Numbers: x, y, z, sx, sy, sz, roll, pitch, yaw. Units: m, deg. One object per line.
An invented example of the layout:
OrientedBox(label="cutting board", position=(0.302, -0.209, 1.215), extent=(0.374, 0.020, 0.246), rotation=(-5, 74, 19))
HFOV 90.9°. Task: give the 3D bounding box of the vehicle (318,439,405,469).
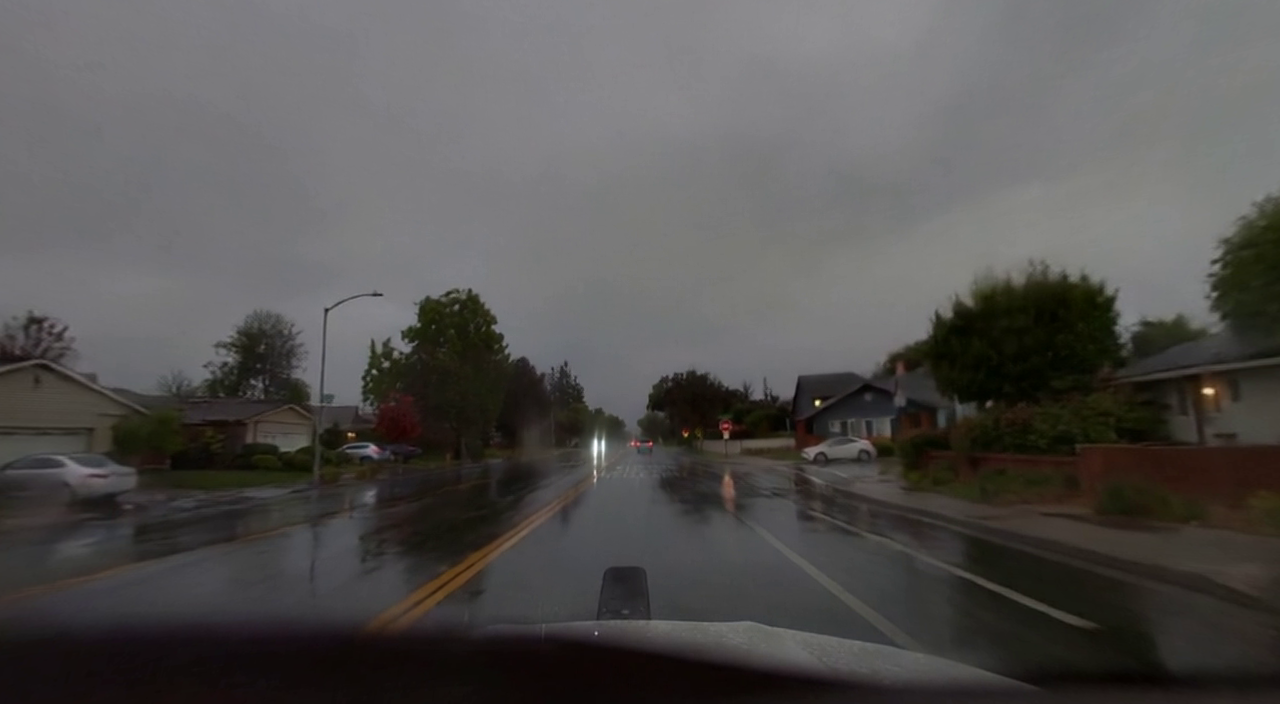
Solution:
OrientedBox(label="vehicle", position=(-19.597, 7.179, 44.551), extent=(4.969, 1.995, 2.462), rotation=(0, -8, 0))

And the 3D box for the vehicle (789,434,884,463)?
OrientedBox(label="vehicle", position=(10.989, 5.444, 35.630), extent=(4.818, 1.525, 2.163), rotation=(-2, -8, 9))

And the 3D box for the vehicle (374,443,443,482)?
OrientedBox(label="vehicle", position=(-12.442, 5.938, 34.174), extent=(1.965, 1.653, 4.488), rotation=(-3, -6, 1))

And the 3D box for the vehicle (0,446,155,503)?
OrientedBox(label="vehicle", position=(-18.236, 3.733, 19.436), extent=(4.717, 1.605, 2.074), rotation=(0, -8, -3))
